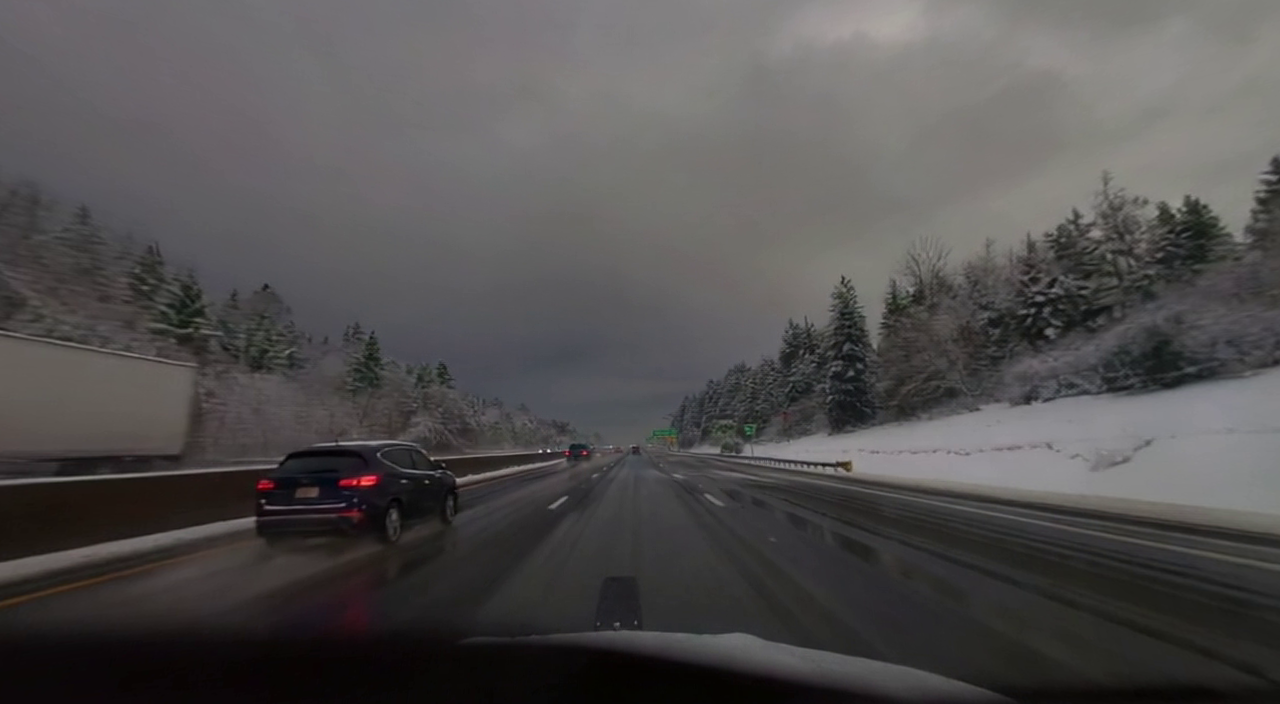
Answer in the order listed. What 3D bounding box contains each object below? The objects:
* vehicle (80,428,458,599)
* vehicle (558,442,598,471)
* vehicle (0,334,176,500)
[{"bbox_3d":[-3.954,1.783,7.863,2.018,1.497,4.399,-1,-9,0],"label":"vehicle"},{"bbox_3d":[-3.945,6.731,40.617,2.111,1.717,4.426,0,-9,0],"label":"vehicle"},{"bbox_3d":[-16.856,1.076,11.904,2.968,3.931,17.389,0,-9,0],"label":"vehicle"}]
